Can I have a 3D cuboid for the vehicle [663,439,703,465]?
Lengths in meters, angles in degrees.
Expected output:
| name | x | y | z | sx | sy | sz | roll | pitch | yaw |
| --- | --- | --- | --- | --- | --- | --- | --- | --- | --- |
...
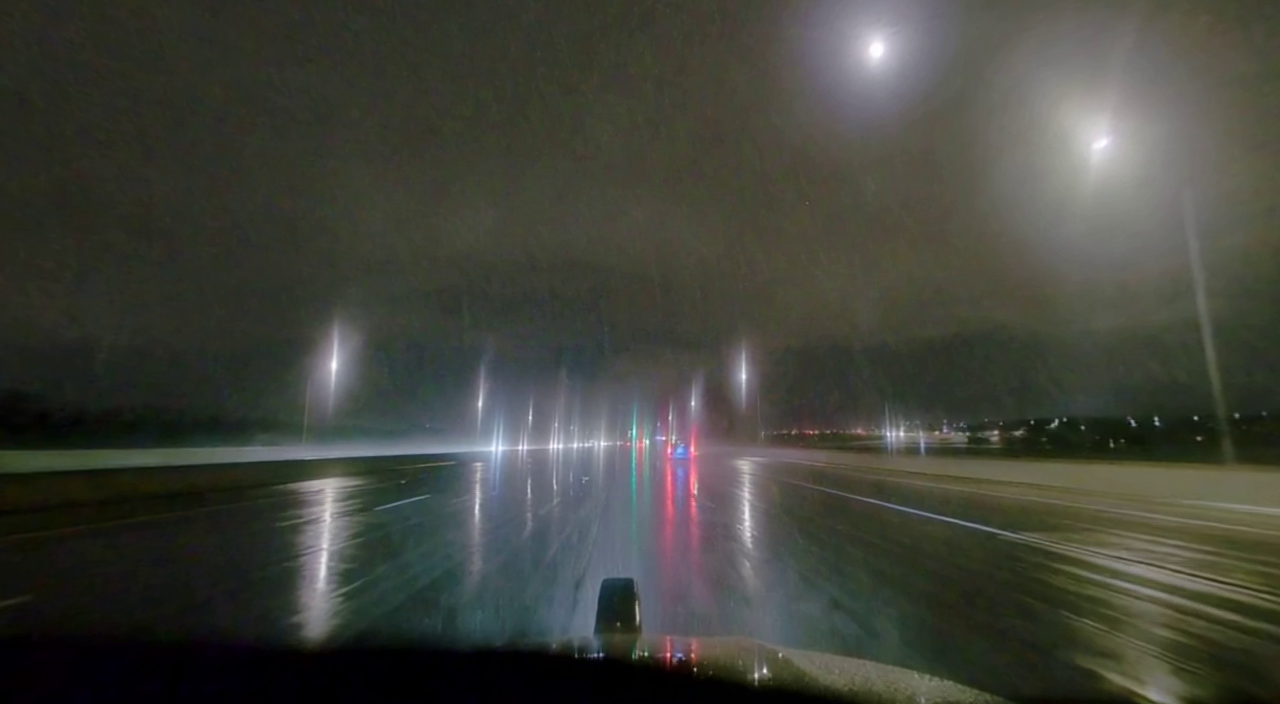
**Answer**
| name | x | y | z | sx | sy | sz | roll | pitch | yaw |
| --- | --- | --- | --- | --- | --- | --- | --- | --- | --- |
| vehicle | 2.733 | 6.517 | 41.412 | 2.270 | 1.615 | 3.770 | 0 | -8 | -1 |
